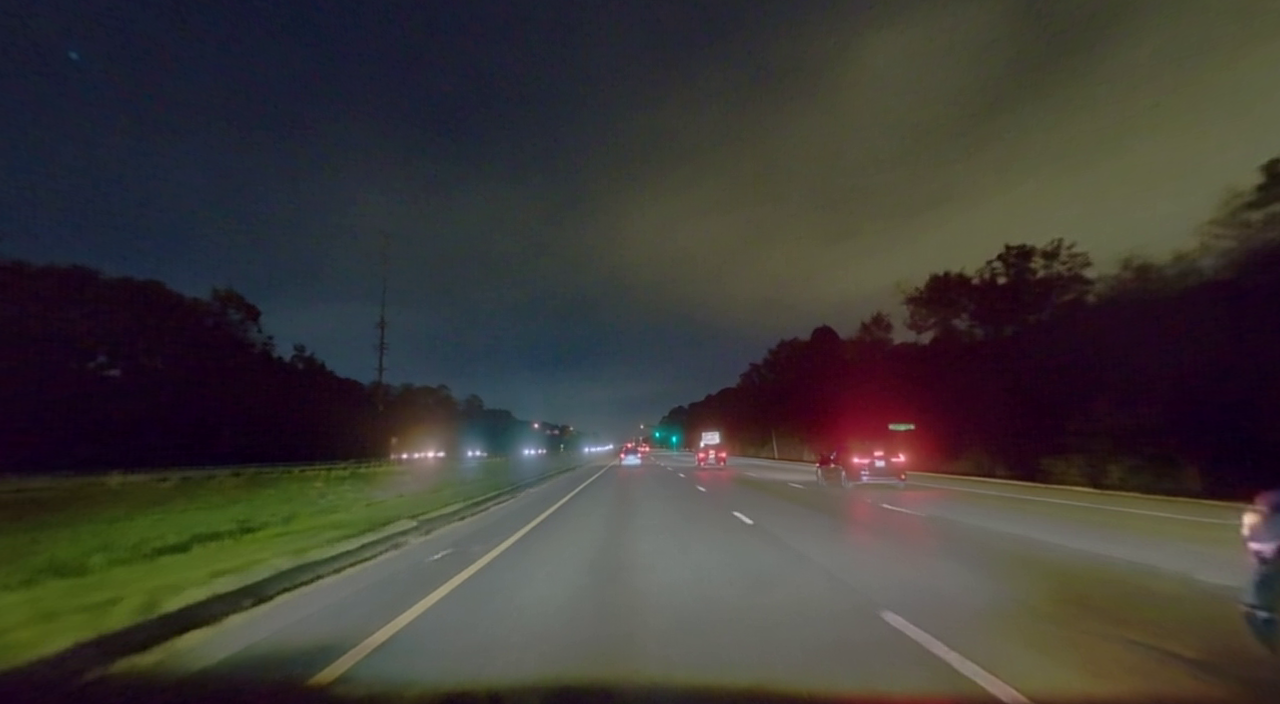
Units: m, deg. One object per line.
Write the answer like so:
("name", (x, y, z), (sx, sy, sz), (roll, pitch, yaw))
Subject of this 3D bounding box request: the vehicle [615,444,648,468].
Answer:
("vehicle", (-0.556, 6.793, 41.498), (2.085, 1.449, 3.860), (0, -8, -1))

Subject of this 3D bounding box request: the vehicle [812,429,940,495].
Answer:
("vehicle", (7.217, 3.405, 19.999), (2.114, 1.800, 4.779), (0, -8, -1))

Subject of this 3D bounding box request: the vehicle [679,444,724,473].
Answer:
("vehicle", (3.326, 5.837, 35.058), (1.978, 1.488, 4.252), (0, -8, -2))
